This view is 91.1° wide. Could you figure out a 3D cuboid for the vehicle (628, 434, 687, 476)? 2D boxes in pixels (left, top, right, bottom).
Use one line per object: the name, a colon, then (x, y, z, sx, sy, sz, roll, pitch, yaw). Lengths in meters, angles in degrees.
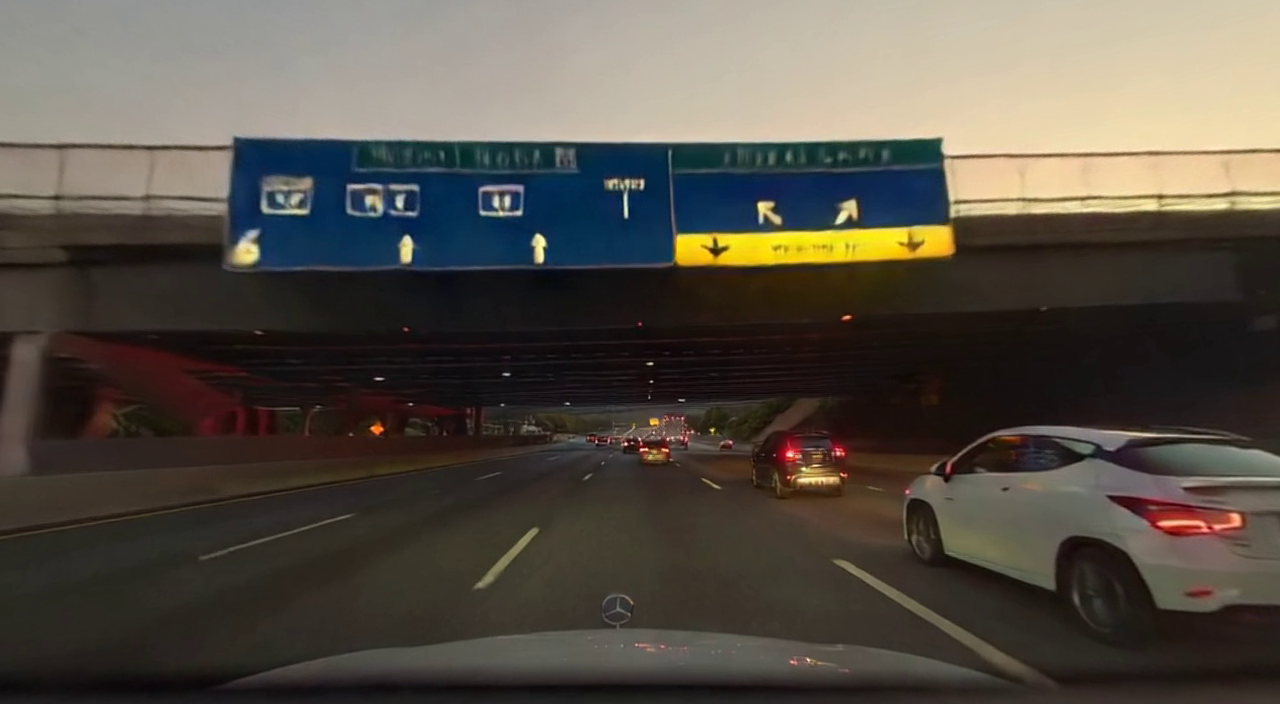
vehicle: (0.593, 3.920, 24.280, 2.046, 1.467, 3.844, 0, -8, -2)
